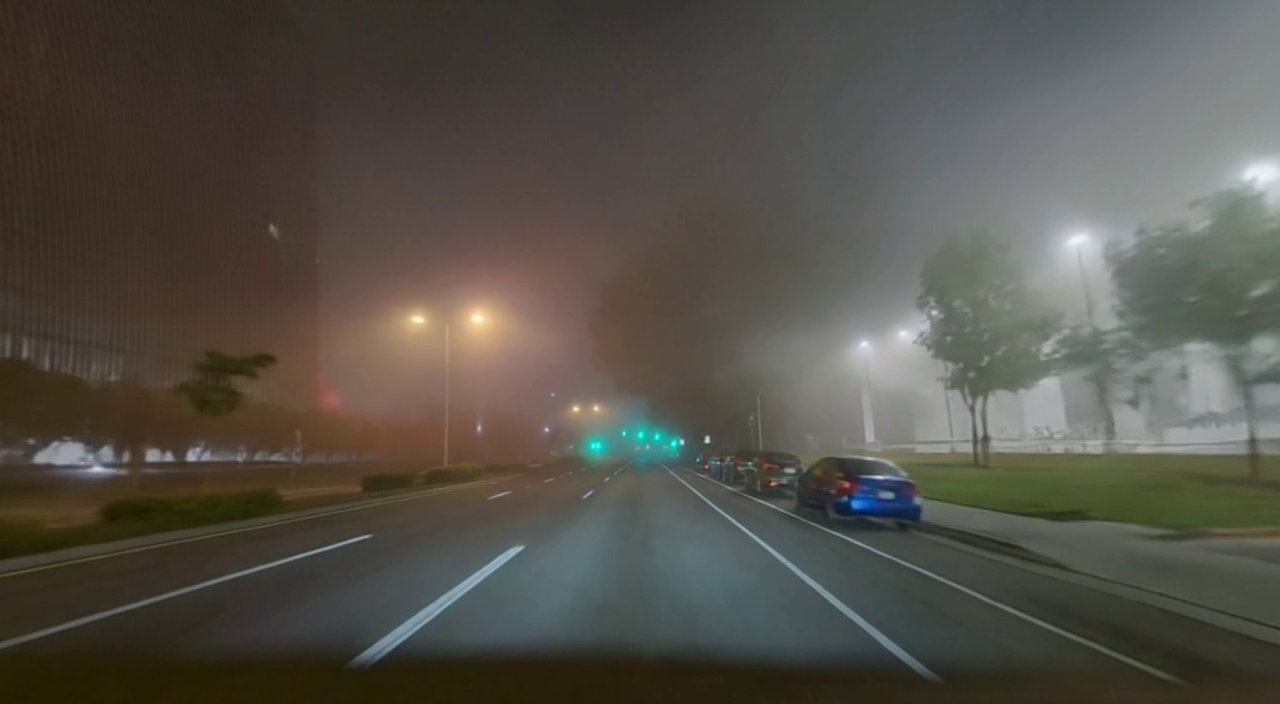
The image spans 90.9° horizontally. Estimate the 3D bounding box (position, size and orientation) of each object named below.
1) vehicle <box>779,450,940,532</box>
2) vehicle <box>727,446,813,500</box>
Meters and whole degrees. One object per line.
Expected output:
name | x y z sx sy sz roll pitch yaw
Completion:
vehicle | 4.362 2.794 13.310 1.872 1.420 4.201 0 -9 0
vehicle | 4.156 3.923 20.946 1.974 1.534 4.610 0 -9 2
